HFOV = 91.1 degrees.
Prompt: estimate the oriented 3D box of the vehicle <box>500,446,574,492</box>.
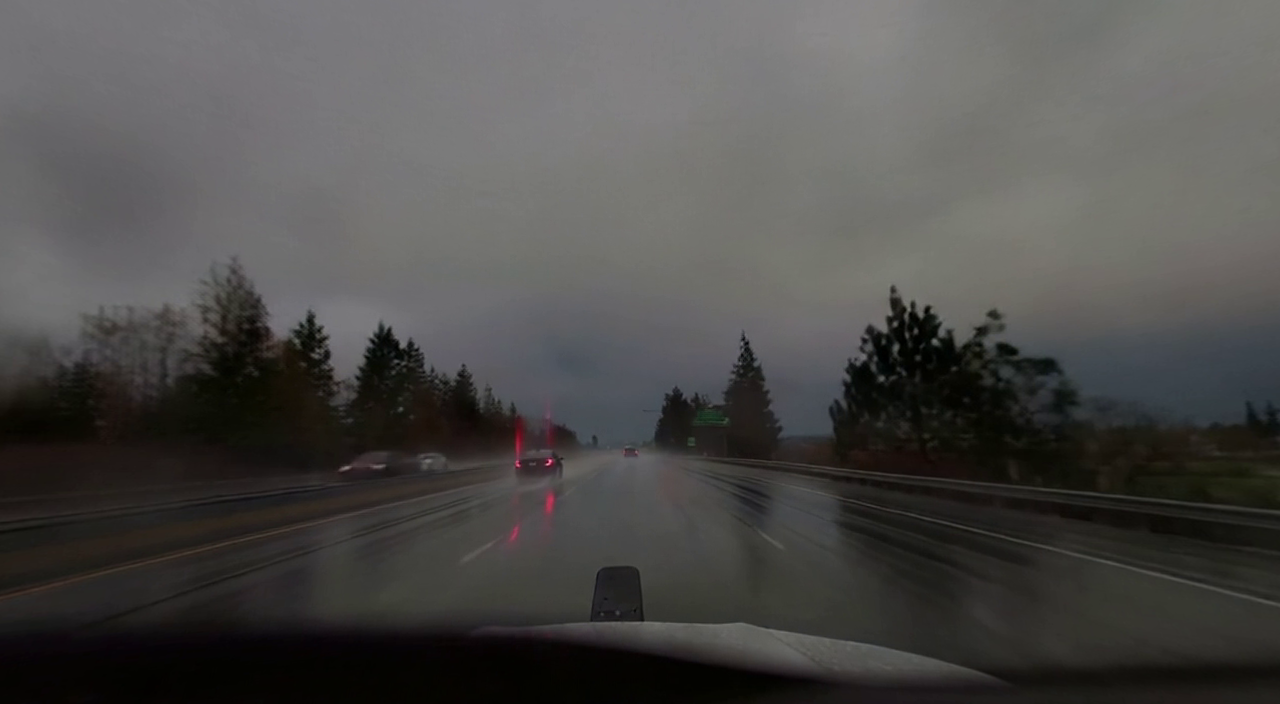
[{"bbox_3d":[-3.597,4.156,22.628,1.970,1.492,3.944,0,-9,0],"label":"vehicle"}]
